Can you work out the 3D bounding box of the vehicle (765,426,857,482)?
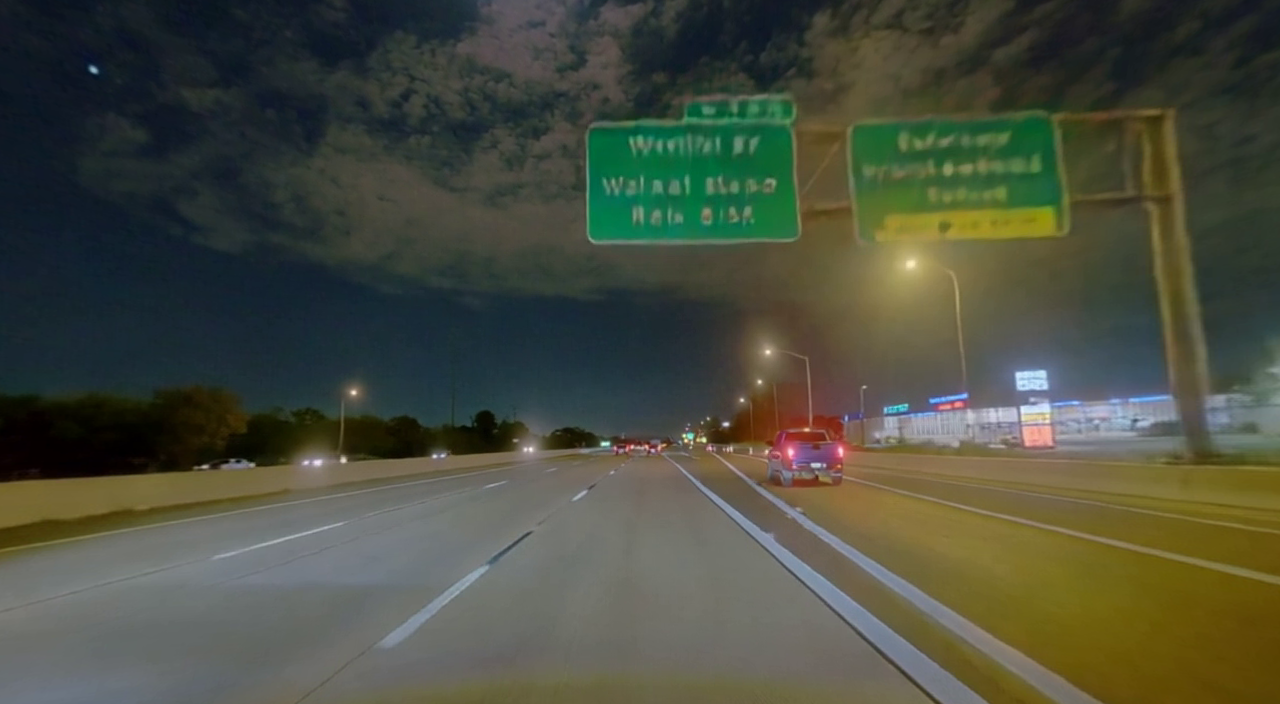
[{"bbox_3d":[6.250,3.812,23.754,2.186,1.840,5.289,-1,-8,3],"label":"vehicle"}]
